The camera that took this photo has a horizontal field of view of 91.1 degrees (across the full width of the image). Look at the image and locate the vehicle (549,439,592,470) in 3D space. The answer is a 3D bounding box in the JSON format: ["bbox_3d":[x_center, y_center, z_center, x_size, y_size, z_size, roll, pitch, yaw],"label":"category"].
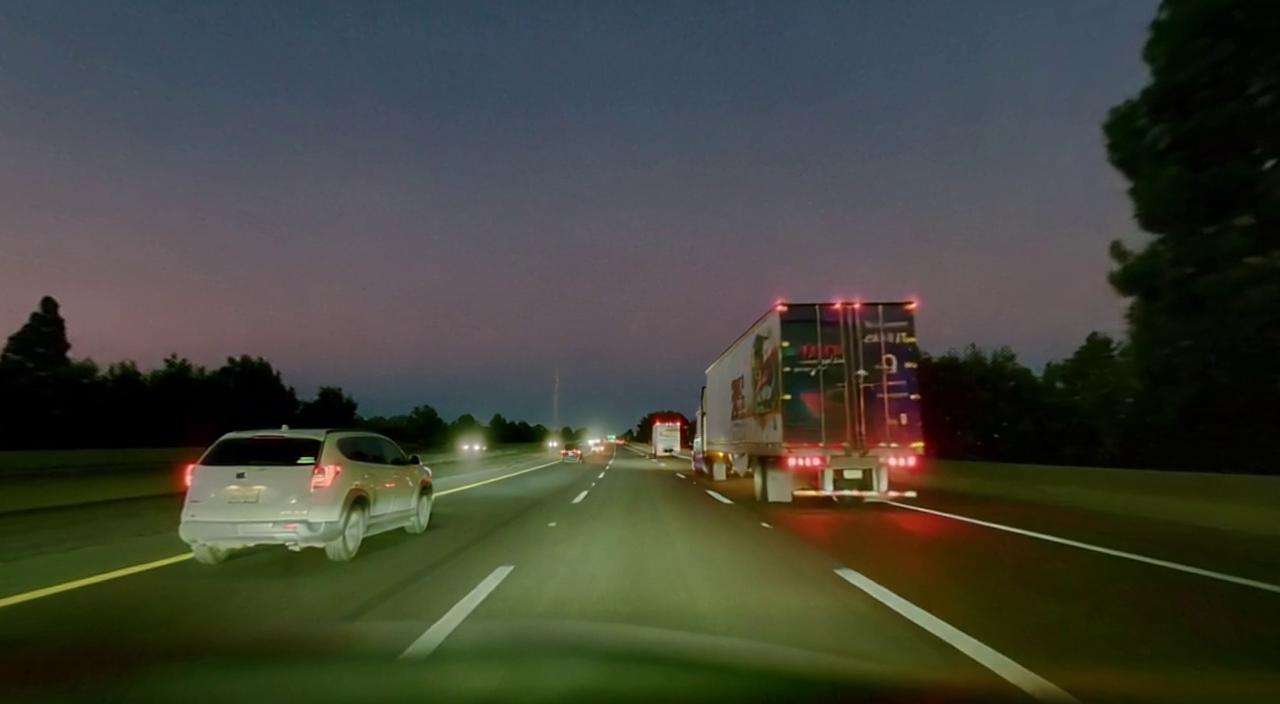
[{"bbox_3d":[-4.141,6.213,38.308,2.139,1.716,4.530,0,-9,-1],"label":"vehicle"}]

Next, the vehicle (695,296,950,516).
[{"bbox_3d":[3.885,1.983,18.370,2.933,4.016,13.949,0,-9,-1],"label":"vehicle"}]

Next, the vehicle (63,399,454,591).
[{"bbox_3d":[-4.240,1.682,8.228,2.202,1.760,4.617,0,-9,0],"label":"vehicle"}]
